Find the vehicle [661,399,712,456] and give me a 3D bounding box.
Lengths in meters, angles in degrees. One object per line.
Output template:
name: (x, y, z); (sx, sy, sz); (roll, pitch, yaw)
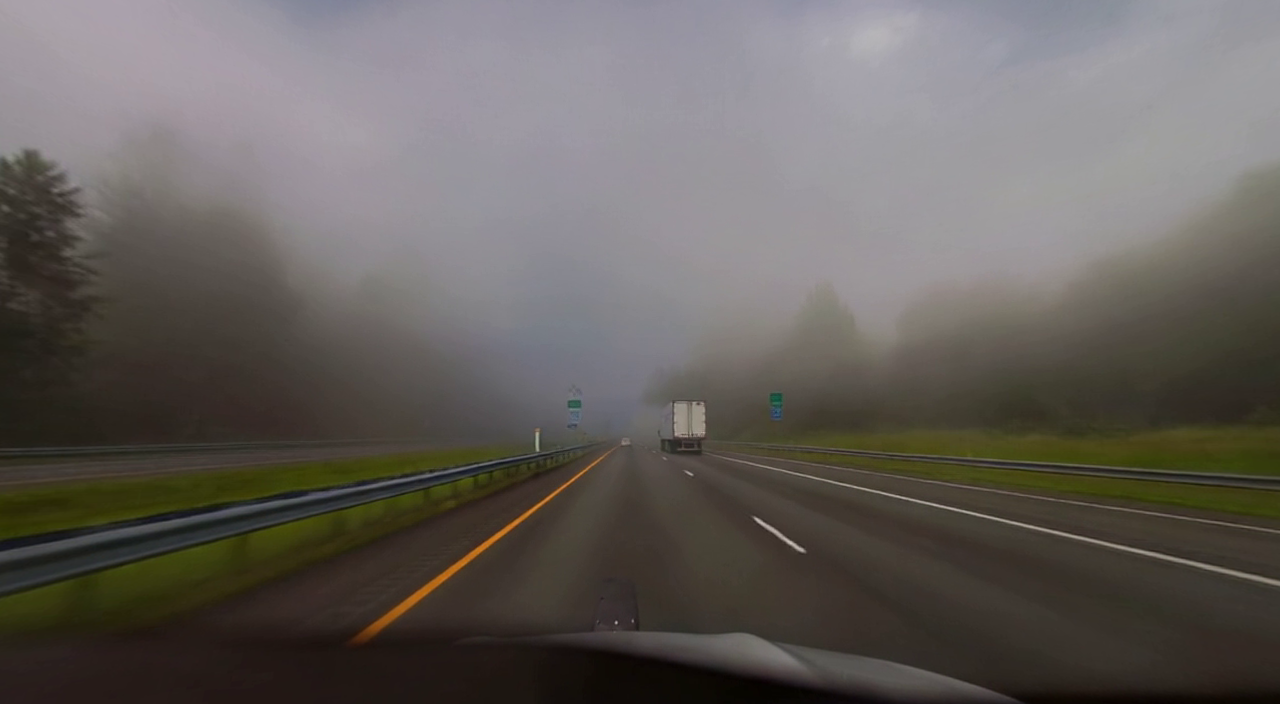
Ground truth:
vehicle: (3.442, 5.994, 49.294); (3.004, 3.952, 10.263); (0, -8, -1)
